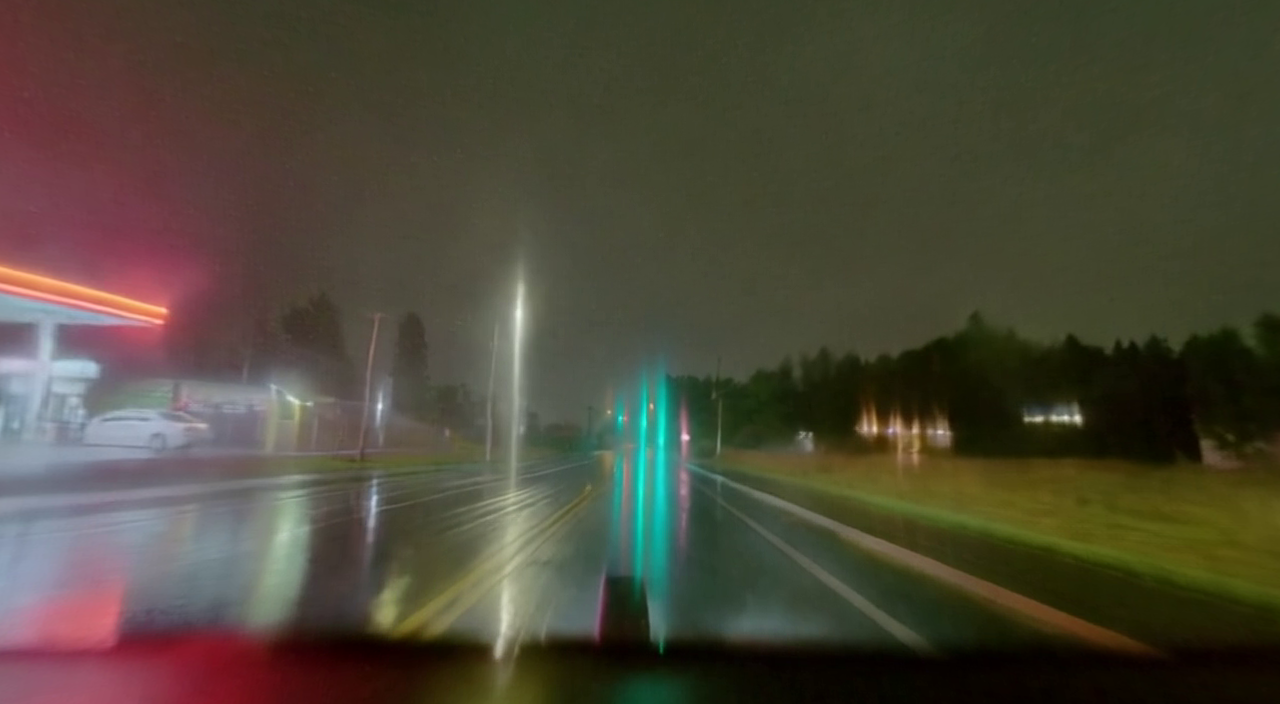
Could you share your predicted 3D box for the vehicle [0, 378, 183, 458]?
[{"bbox_3d":[-22.752,2.612,25.610,6.311,2.571,3.118,3,-5,12],"label":"vehicle"}]
